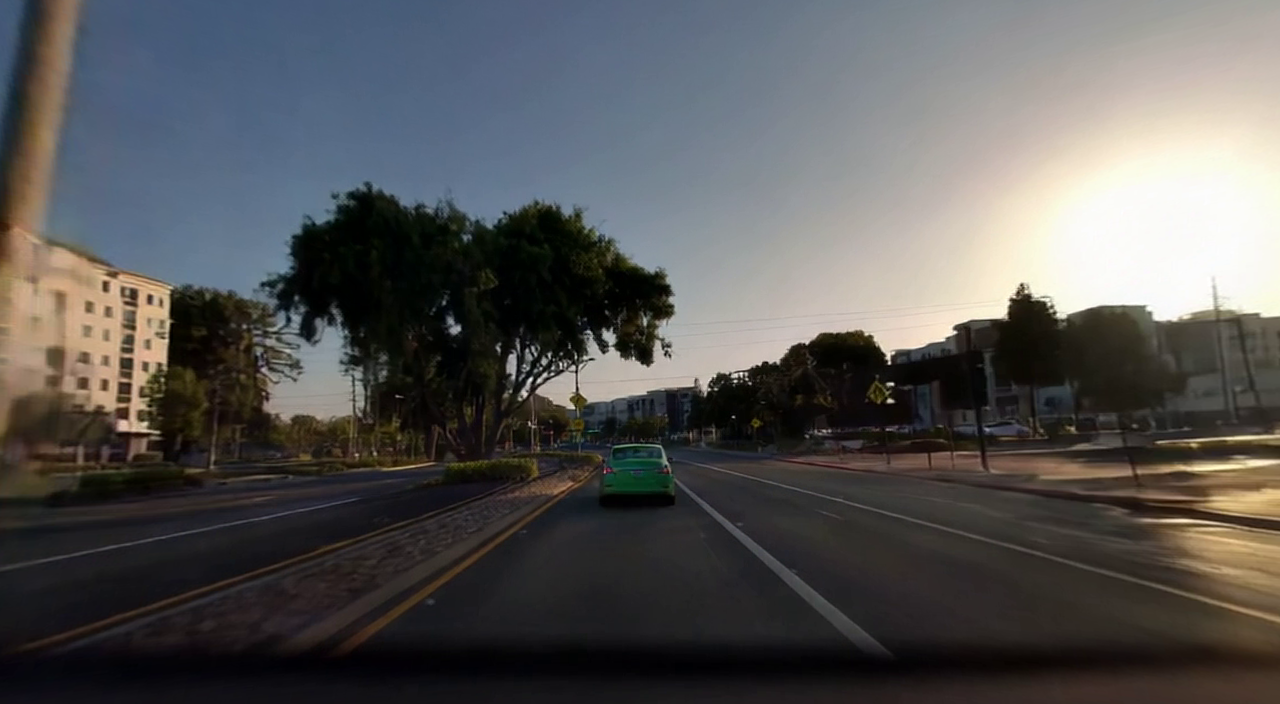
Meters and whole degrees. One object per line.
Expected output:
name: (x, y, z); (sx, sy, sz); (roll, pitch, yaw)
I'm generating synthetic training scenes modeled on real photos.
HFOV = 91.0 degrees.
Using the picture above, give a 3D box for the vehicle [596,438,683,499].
vehicle: (-0.064, 3.146, 17.445); (2.126, 1.475, 3.967); (0, -8, -1)

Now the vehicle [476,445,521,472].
vehicle: (-9.274, 6.991, 41.564); (1.903, 1.476, 4.395); (-5, -8, -1)
